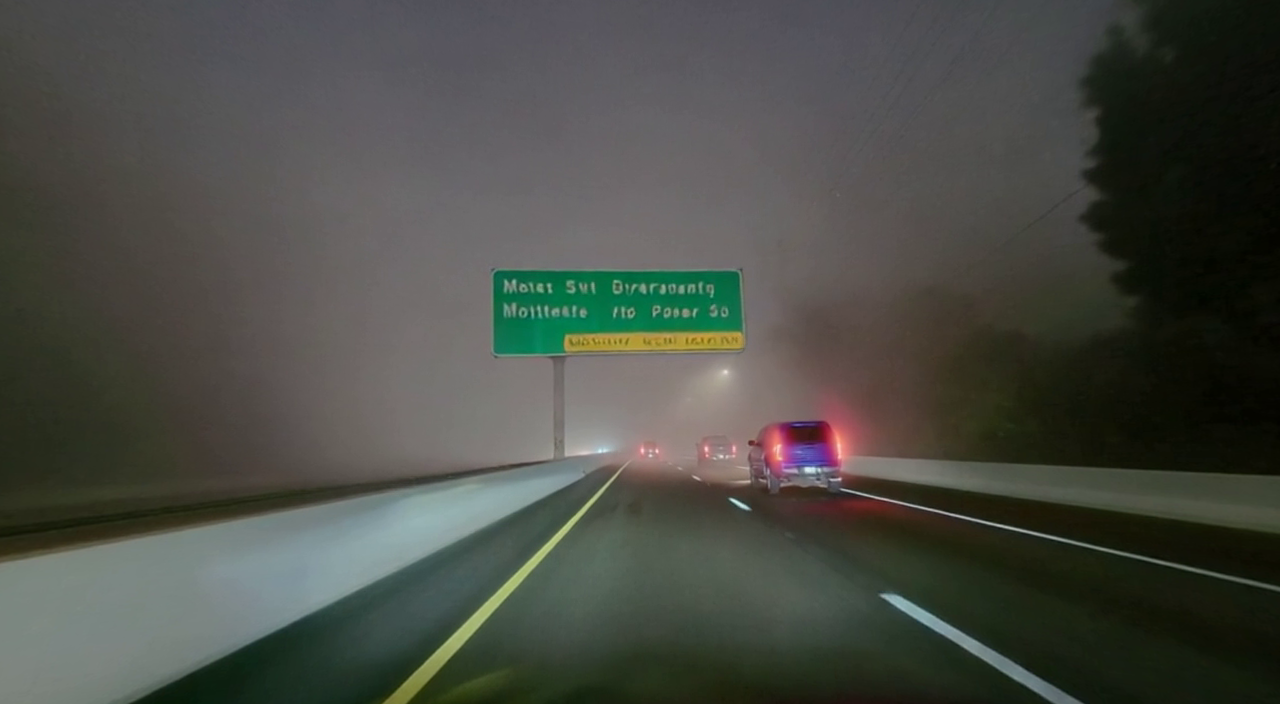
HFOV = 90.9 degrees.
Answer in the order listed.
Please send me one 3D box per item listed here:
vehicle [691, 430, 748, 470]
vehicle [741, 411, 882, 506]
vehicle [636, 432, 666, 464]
[{"bbox_3d":[4.587,5.755,37.281,2.594,2.155,5.670,0,-8,0],"label":"vehicle"},{"bbox_3d":[4.184,2.712,16.452,2.145,2.069,5.057,0,-8,-1],"label":"vehicle"},{"bbox_3d":[0.790,7.289,47.899,2.099,2.260,4.899,0,-8,-1],"label":"vehicle"}]
